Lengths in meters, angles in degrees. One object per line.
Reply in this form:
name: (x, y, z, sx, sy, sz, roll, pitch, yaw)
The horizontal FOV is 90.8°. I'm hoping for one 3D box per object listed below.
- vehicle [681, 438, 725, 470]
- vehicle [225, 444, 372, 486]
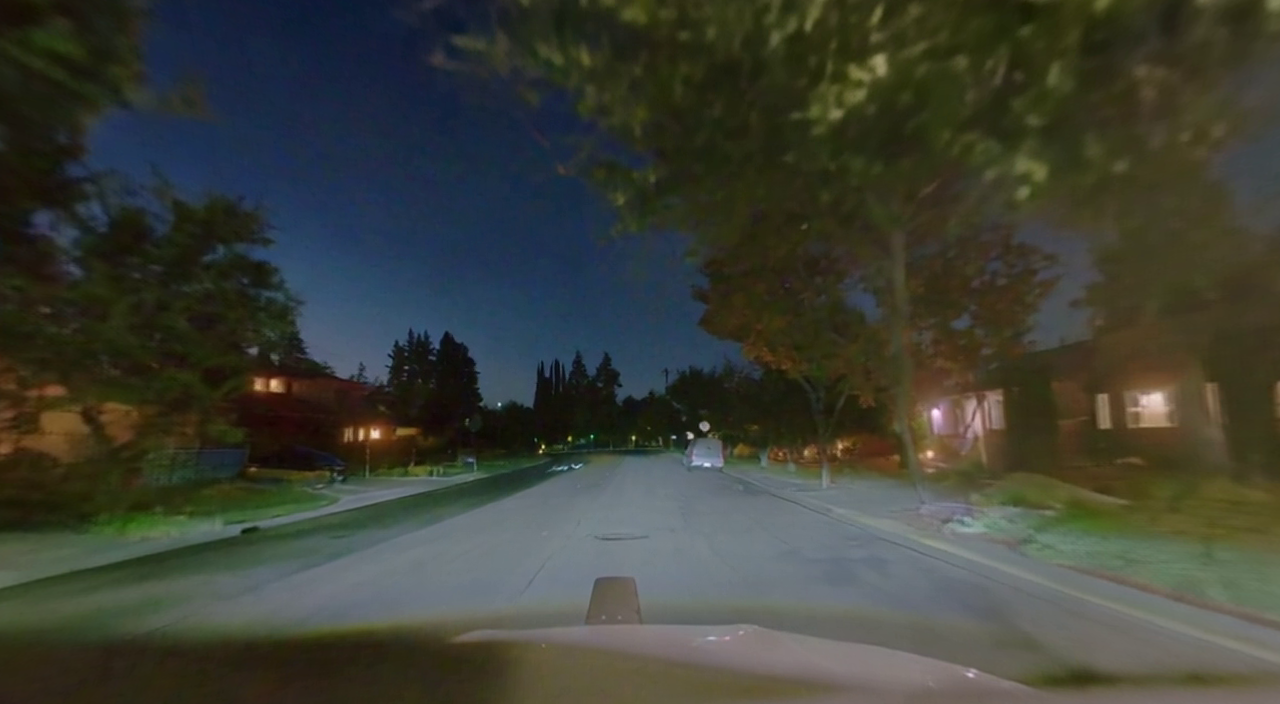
vehicle: (3.249, 5.342, 33.178, 1.975, 1.528, 4.000, 0, -9, 1)
vehicle: (-13.279, 4.407, 24.842, 4.572, 1.522, 1.999, 0, -9, -3)
